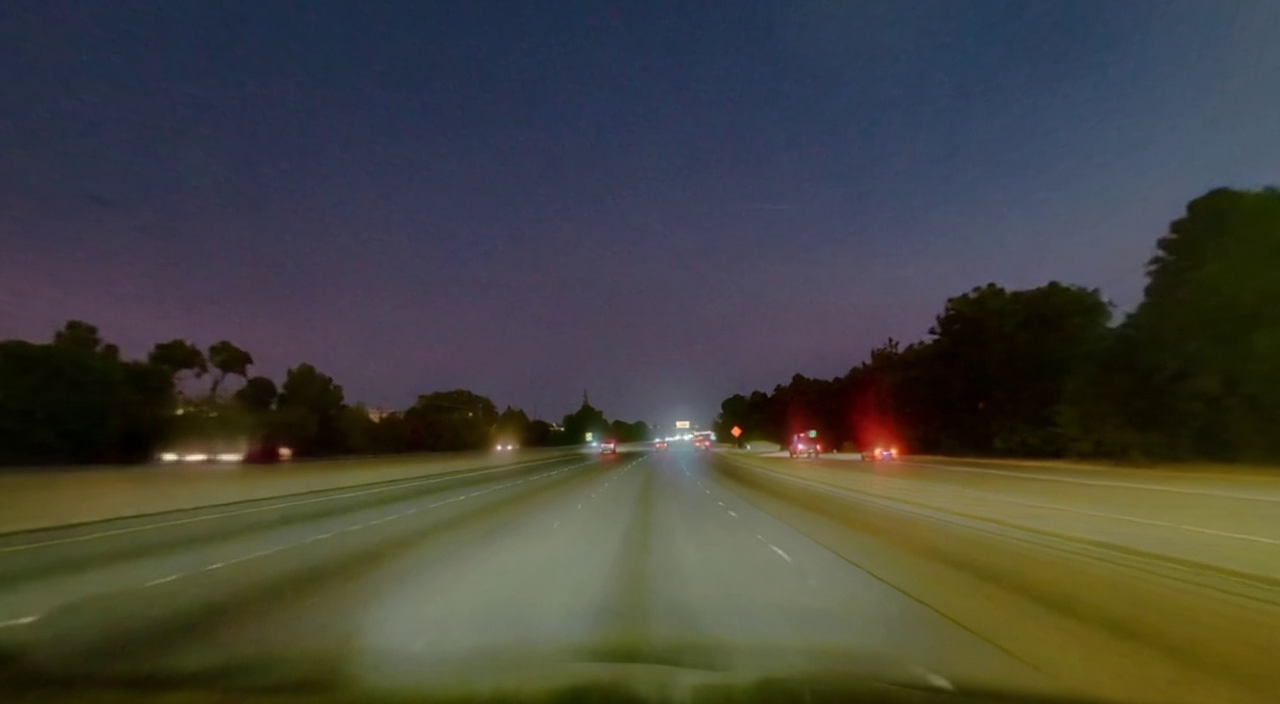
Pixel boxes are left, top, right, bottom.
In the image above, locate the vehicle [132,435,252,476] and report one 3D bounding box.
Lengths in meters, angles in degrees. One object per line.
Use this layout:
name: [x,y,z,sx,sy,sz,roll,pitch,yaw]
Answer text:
vehicle: [-17.066,3.966,24.263,1.768,1.431,3.605,0,-8,4]
